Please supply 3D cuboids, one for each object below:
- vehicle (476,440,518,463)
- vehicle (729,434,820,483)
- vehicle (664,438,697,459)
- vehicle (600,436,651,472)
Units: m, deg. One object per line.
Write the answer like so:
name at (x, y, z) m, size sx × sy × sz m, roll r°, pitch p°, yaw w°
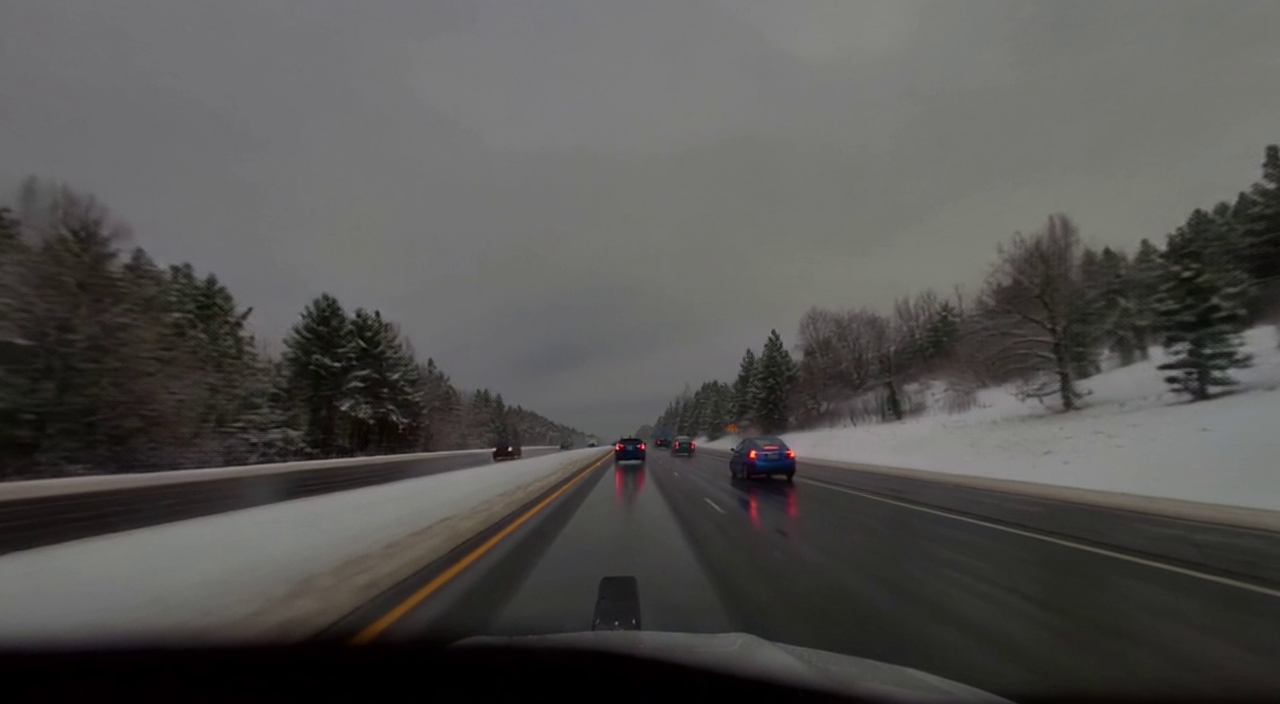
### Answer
vehicle at (-9.622, 6.701, 42.730) m, size 1.895 × 1.453 × 4.000 m, roll 0°, pitch -8°, yaw 0°
vehicle at (4.511, 3.606, 21.829) m, size 2.066 × 1.526 × 4.216 m, roll 0°, pitch -8°, yaw -2°
vehicle at (2.907, 7.042, 46.318) m, size 2.004 × 1.469 × 4.472 m, roll 0°, pitch -8°, yaw -2°
vehicle at (-0.626, 4.561, 28.501) m, size 2.143 × 1.466 × 3.693 m, roll 0°, pitch -7°, yaw -1°
